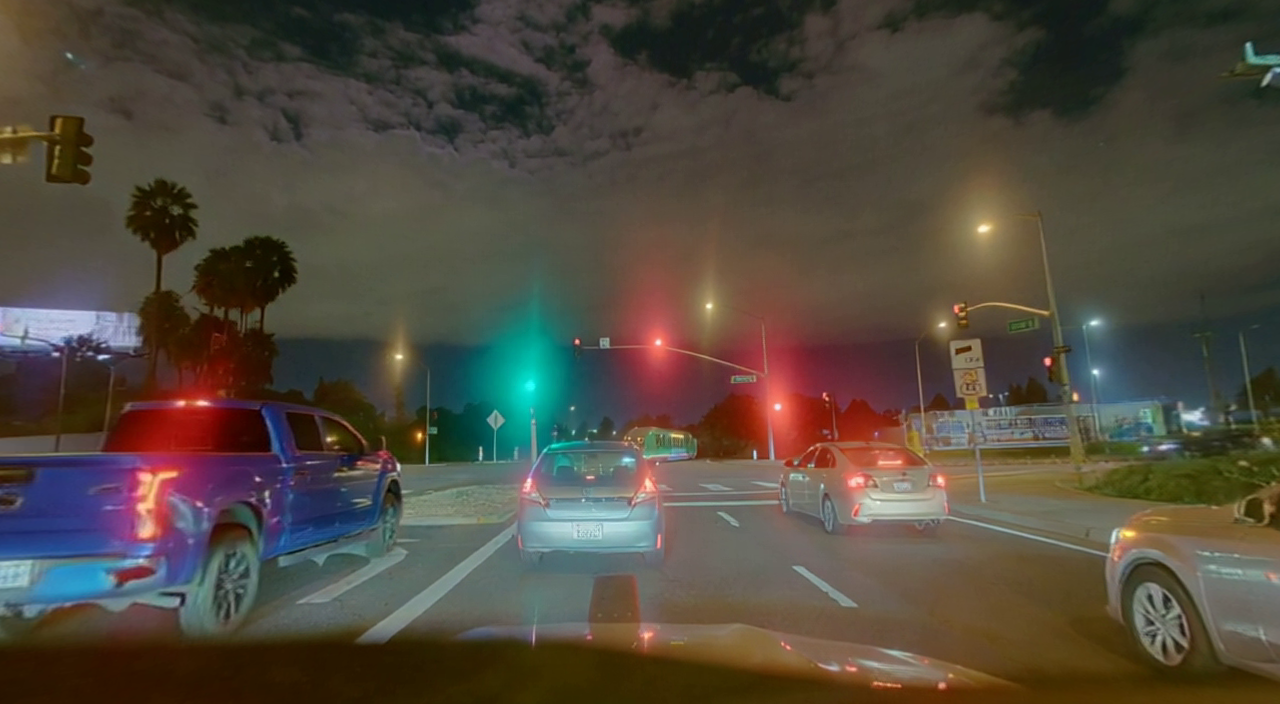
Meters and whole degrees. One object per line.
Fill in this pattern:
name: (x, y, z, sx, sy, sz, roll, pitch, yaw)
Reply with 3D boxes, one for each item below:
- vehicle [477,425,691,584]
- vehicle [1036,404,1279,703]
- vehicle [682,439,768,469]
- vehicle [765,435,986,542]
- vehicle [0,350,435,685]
vehicle: (-0.636, 1.760, 8.136, 2.035, 1.491, 4.090, 0, -9, -3)
vehicle: (3.887, 0.891, 2.191, 2.052, 1.496, 4.541, 0, -9, 0)
vehicle: (4.198, 5.137, 31.969, 1.878, 1.428, 4.416, 5, -10, -32)
vehicle: (3.706, 2.225, 11.017, 1.965, 1.448, 4.486, 0, -9, -2)
vehicle: (-3.889, 1.303, 6.236, 2.078, 1.838, 5.448, 0, -9, -2)
